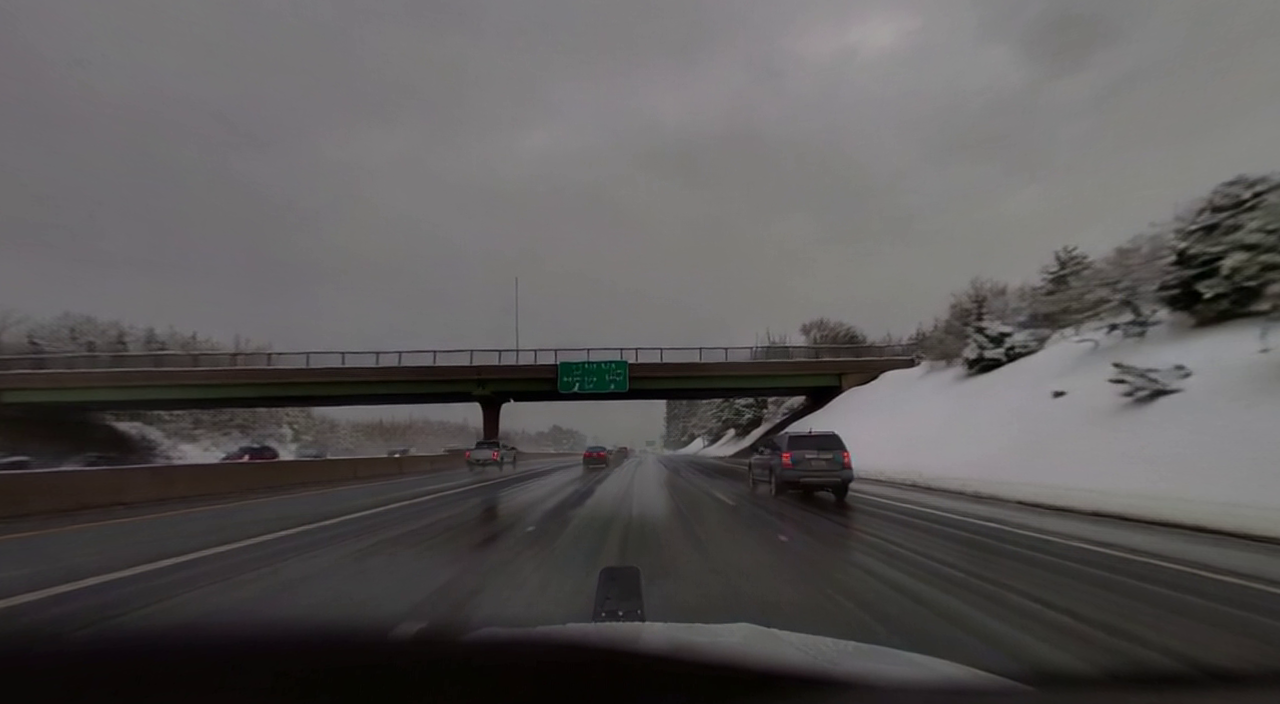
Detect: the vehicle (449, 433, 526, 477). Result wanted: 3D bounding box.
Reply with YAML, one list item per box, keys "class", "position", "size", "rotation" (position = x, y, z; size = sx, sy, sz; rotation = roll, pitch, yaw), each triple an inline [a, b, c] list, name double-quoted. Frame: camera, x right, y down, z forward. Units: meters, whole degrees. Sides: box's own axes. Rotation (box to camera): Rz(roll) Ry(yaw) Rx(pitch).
- class: "vehicle"
  position: [-7.503, 5.147, 31.669]
  size: [2.341, 1.959, 5.684]
  rotation: [0, -9, 1]

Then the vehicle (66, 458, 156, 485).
- class: "vehicle"
  position: [-32.926, 7.436, 39.406]
  size: [1.812, 1.502, 4.574]
  rotation: [0, -9, -3]

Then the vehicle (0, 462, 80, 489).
- class: "vehicle"
  position: [-38.972, 7.876, 40.398]
  size: [1.853, 1.510, 4.769]
  rotation: [0, -9, -3]

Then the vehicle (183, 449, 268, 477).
- class: "vehicle"
  position: [-25.616, 6.855, 39.127]
  size: [2.032, 1.626, 4.675]
  rotation: [0, -9, 1]

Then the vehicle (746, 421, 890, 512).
- class: "vehicle"
  position: [3.803, 2.540, 14.343]
  size: [1.990, 1.735, 4.276]
  rotation: [0, -9, 0]
